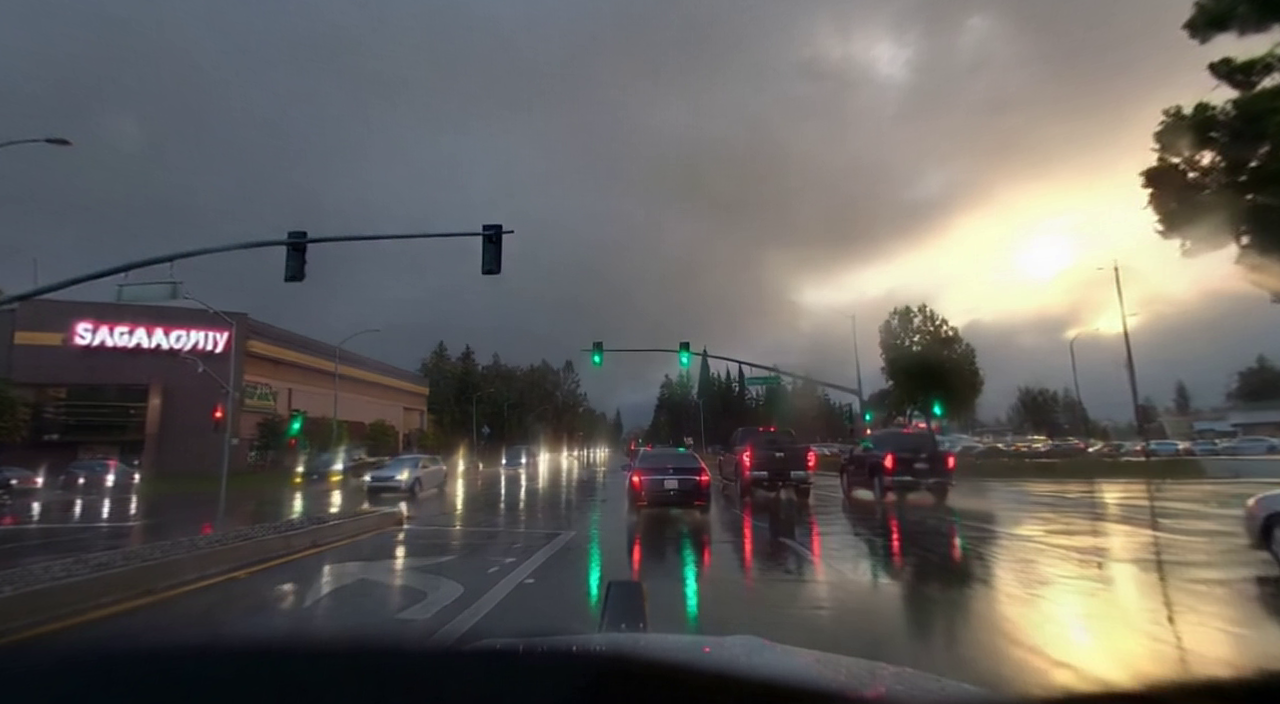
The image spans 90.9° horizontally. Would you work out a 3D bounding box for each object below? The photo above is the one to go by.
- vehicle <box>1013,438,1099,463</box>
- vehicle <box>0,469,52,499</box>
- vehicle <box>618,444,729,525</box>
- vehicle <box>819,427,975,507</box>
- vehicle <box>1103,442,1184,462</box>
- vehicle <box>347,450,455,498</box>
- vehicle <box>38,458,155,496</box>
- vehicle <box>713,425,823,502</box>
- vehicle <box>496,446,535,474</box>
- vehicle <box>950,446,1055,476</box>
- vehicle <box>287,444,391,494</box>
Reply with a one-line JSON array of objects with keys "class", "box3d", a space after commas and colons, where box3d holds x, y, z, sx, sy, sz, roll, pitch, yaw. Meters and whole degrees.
[{"class": "vehicle", "box3d": [31.423, 7.450, 47.751, 4.885, 1.883, 2.107, 0, -8, 1]}, {"class": "vehicle", "box3d": [-35.191, 7.241, 34.721, 4.240, 1.437, 1.770, -2, -9, 10]}, {"class": "vehicle", "box3d": [0.569, 2.713, 13.503, 2.038, 1.447, 3.756, 0, -8, -2]}, {"class": "vehicle", "box3d": [7.300, 3.315, 18.735, 2.323, 2.009, 5.266, 0, -8, -1]}, {"class": "vehicle", "box3d": [36.364, 7.234, 45.636, 4.230, 1.449, 1.782, 0, -8, 1]}, {"class": "vehicle", "box3d": [-8.152, 4.173, 21.994, 2.002, 1.469, 4.301, 0, -8, 1]}, {"class": "vehicle", "box3d": [-29.046, 6.644, 33.743, 4.789, 1.828, 2.025, -2, -9, 11]}, {"class": "vehicle", "box3d": [3.871, 3.500, 20.290, 2.358, 2.116, 5.328, 0, -8, -1]}, {"class": "vehicle", "box3d": [-8.349, 7.258, 42.724, 1.904, 1.789, 4.021, 0, -8, -1]}, {"class": "vehicle", "box3d": [18.502, 5.591, 32.337, 4.227, 1.460, 1.777, 0, -8, 2]}, {"class": "vehicle", "box3d": [-12.200, 4.718, 25.935, 1.991, 1.844, 4.393, 0, -8, 1]}]
